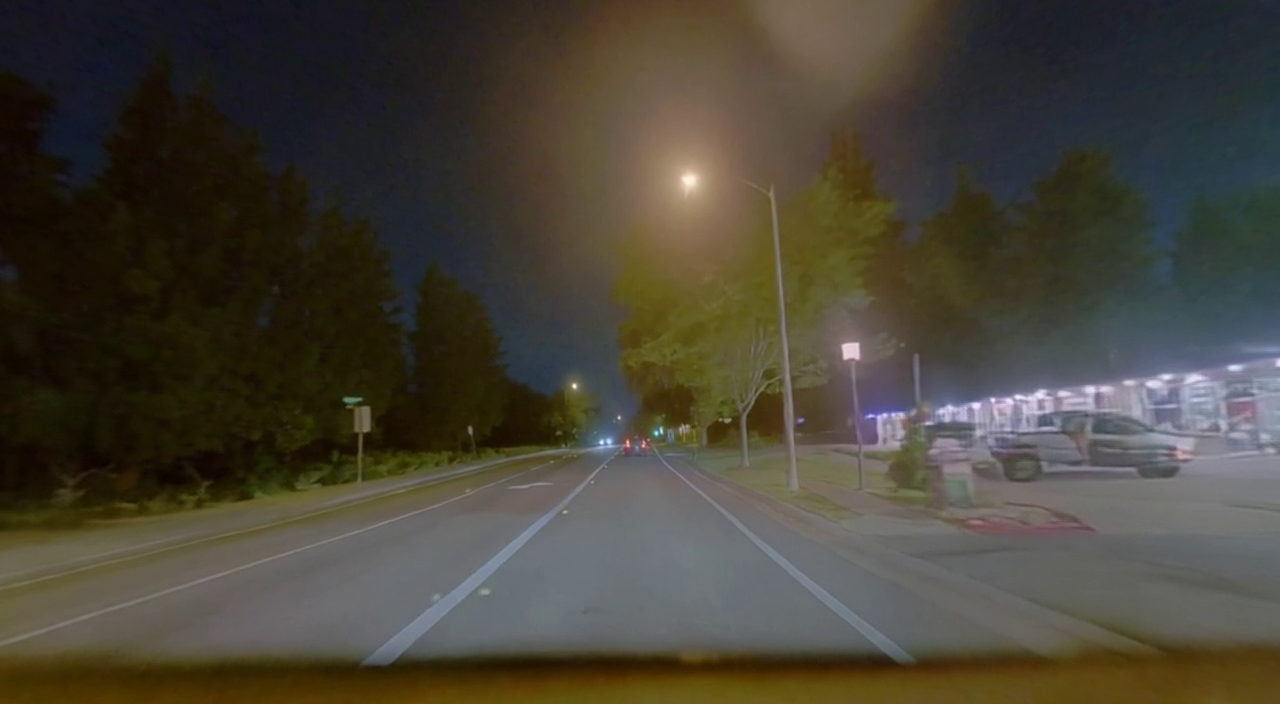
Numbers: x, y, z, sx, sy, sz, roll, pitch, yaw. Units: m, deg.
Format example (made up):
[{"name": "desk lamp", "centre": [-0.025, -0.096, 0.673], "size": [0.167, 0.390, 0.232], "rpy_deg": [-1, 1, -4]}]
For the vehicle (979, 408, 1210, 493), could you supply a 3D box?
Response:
[{"name": "vehicle", "centre": [11.083, 2.602, 15.955], "size": [2.001, 1.744, 4.449], "rpy_deg": [-1, -12, -9]}]
